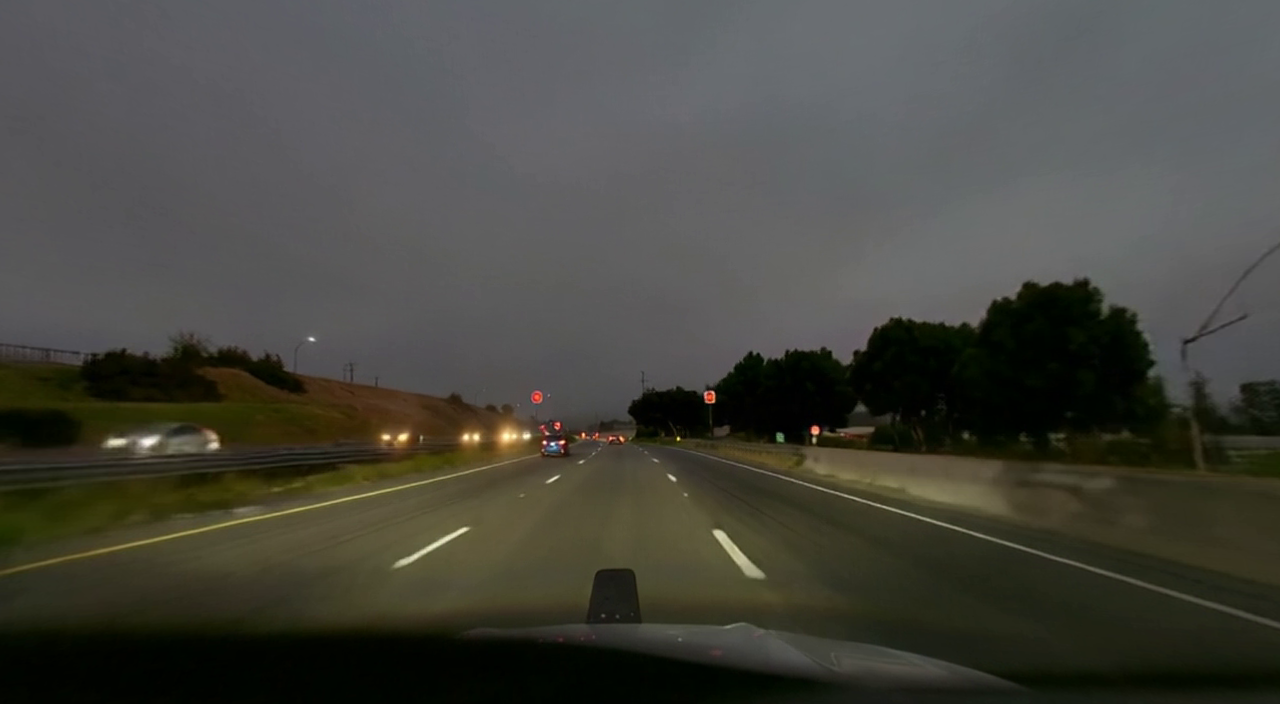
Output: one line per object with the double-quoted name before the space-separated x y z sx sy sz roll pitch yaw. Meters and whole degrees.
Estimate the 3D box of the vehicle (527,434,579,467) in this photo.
"vehicle" -3.923 4.483 28.942 1.874 1.369 3.875 0 -8 -1

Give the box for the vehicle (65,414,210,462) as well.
"vehicle" -19.703 3.415 25.062 1.923 1.691 4.650 0 -8 -1

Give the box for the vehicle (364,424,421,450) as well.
"vehicle" -16.707 5.775 42.750 2.089 1.652 4.505 0 -8 -1
